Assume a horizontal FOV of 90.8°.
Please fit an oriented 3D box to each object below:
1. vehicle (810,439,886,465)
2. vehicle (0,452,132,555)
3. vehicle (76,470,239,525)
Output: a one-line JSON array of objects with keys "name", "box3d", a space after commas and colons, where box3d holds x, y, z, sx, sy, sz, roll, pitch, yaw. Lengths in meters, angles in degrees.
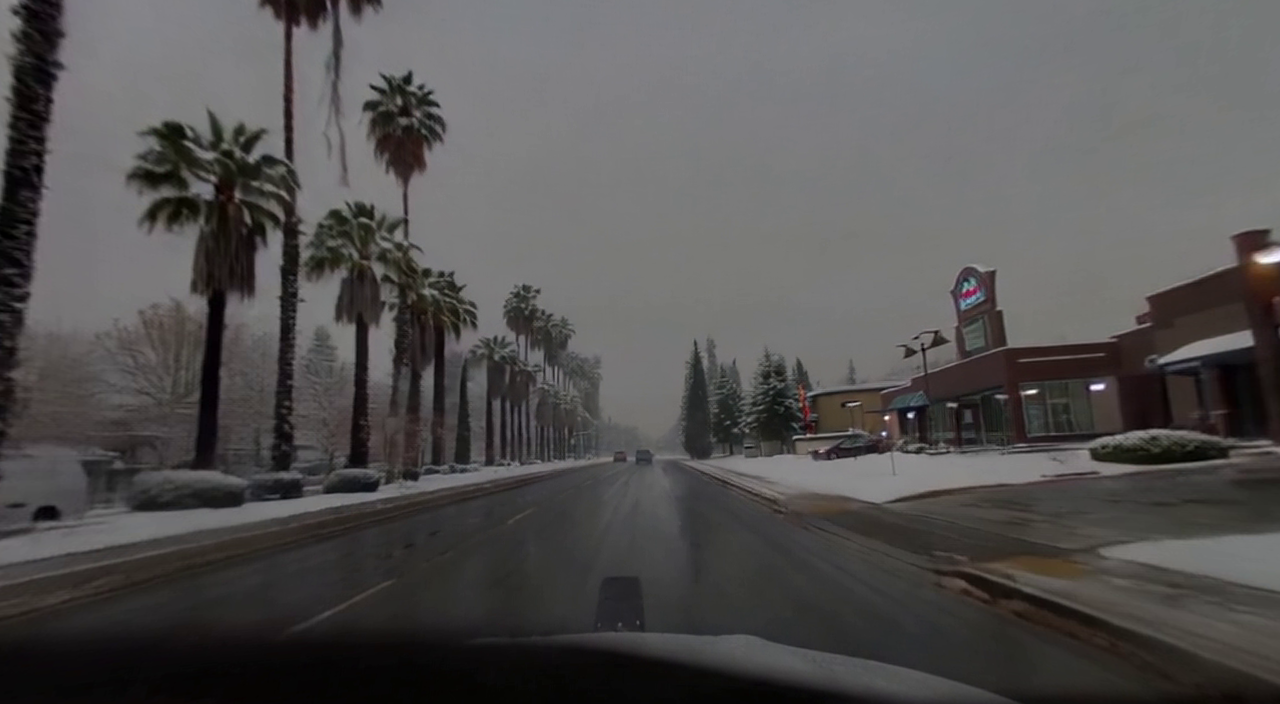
[{"name": "vehicle", "box3d": [14.656, 7.046, 44.621, 4.577, 1.750, 2.115, 1, -9, -6]}, {"name": "vehicle", "box3d": [-12.629, 2.796, 11.706, 2.306, 1.807, 4.927, 0, -9, 0]}, {"name": "vehicle", "box3d": [-16.002, 4.813, 21.340, 1.940, 1.492, 4.495, 0, -9, 0]}]
